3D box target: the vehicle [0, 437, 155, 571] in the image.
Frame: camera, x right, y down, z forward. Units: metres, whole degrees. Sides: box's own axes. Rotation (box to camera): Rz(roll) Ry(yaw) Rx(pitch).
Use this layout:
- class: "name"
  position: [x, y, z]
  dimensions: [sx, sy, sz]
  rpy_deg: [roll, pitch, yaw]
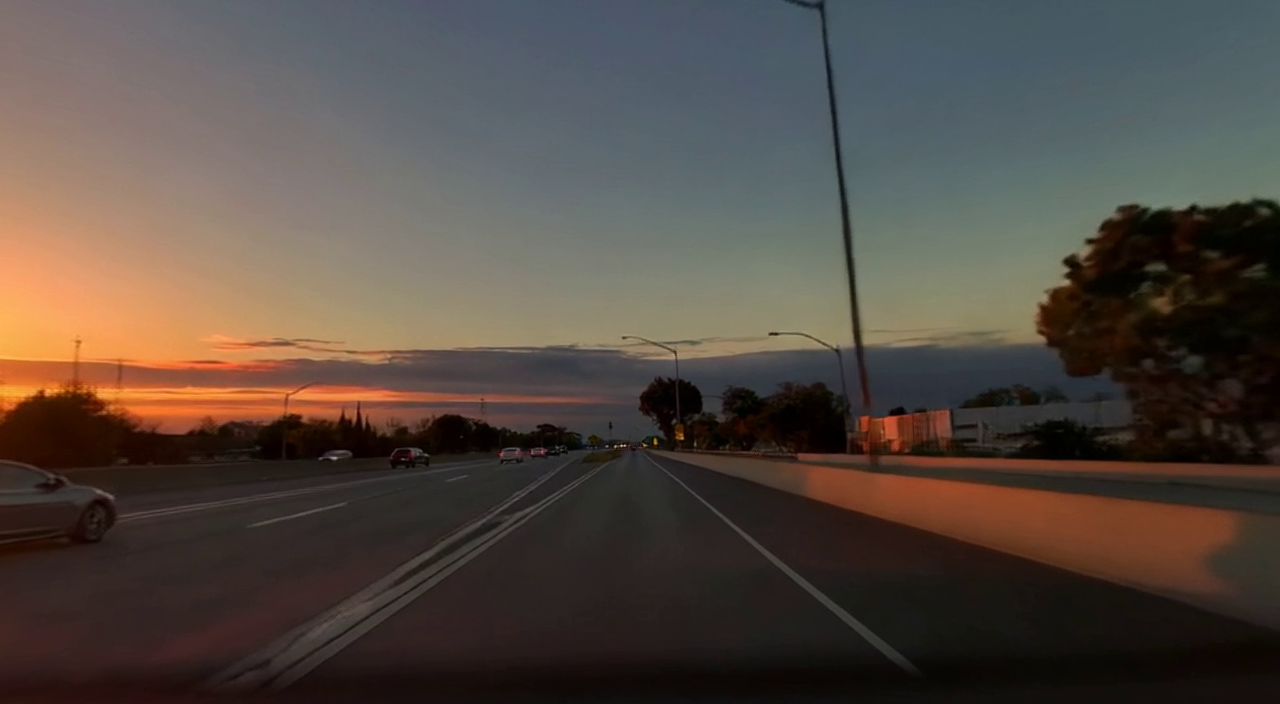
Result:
- class: "vehicle"
  position: [-8.093, 1.682, 6.981]
  dimensions: [1.940, 1.479, 4.777]
  rpy_deg: [1, -9, -4]

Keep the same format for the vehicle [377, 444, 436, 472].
- class: "vehicle"
  position: [-14.775, 6.709, 40.330]
  dimensions: [2.126, 1.671, 5.173]
  rpy_deg: [1, -9, -4]
